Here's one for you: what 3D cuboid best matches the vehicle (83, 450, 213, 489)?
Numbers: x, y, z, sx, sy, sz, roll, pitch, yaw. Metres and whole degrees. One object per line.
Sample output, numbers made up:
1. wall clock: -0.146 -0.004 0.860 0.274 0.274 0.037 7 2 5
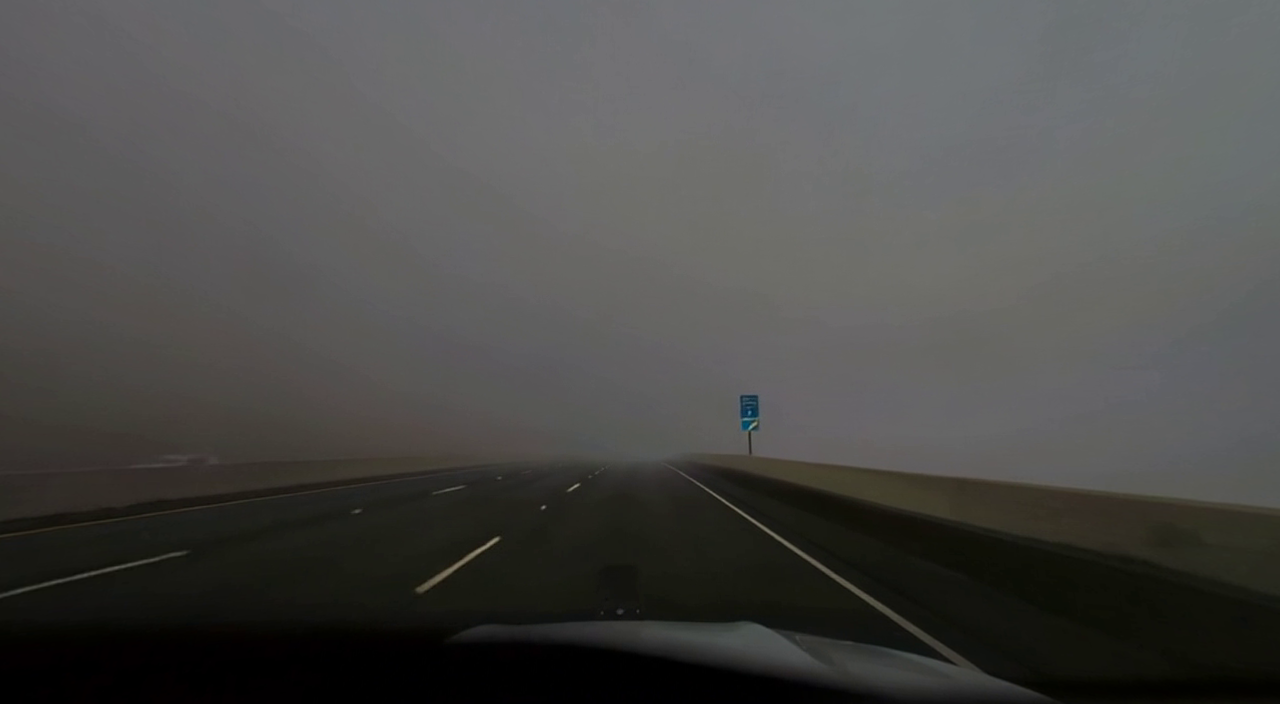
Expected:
1. vehicle: -20.706 4.932 26.767 1.867 1.452 4.519 0 -9 0
